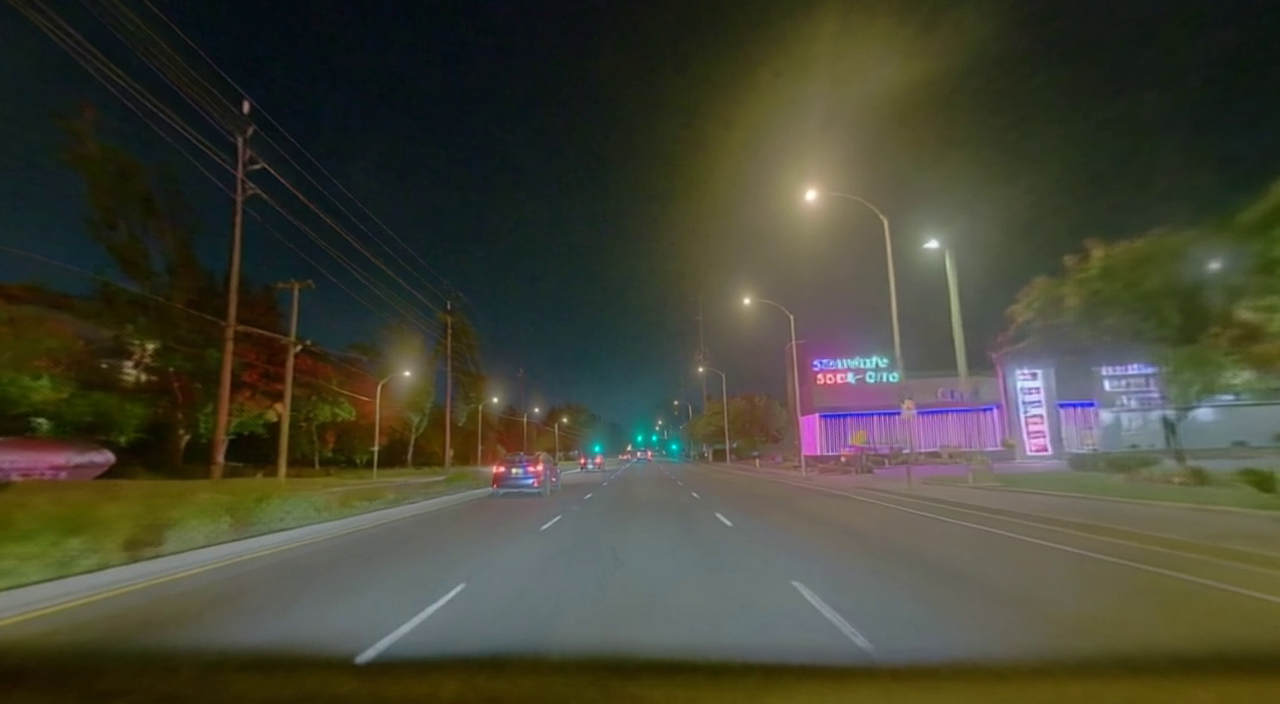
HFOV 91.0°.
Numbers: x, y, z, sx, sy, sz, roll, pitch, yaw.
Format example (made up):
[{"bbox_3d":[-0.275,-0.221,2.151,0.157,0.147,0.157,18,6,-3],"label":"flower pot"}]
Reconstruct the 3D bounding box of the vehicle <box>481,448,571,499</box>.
[{"bbox_3d":[-3.557,3.865,20.493,2.076,1.444,4.328,0,-9,1],"label":"vehicle"}]
